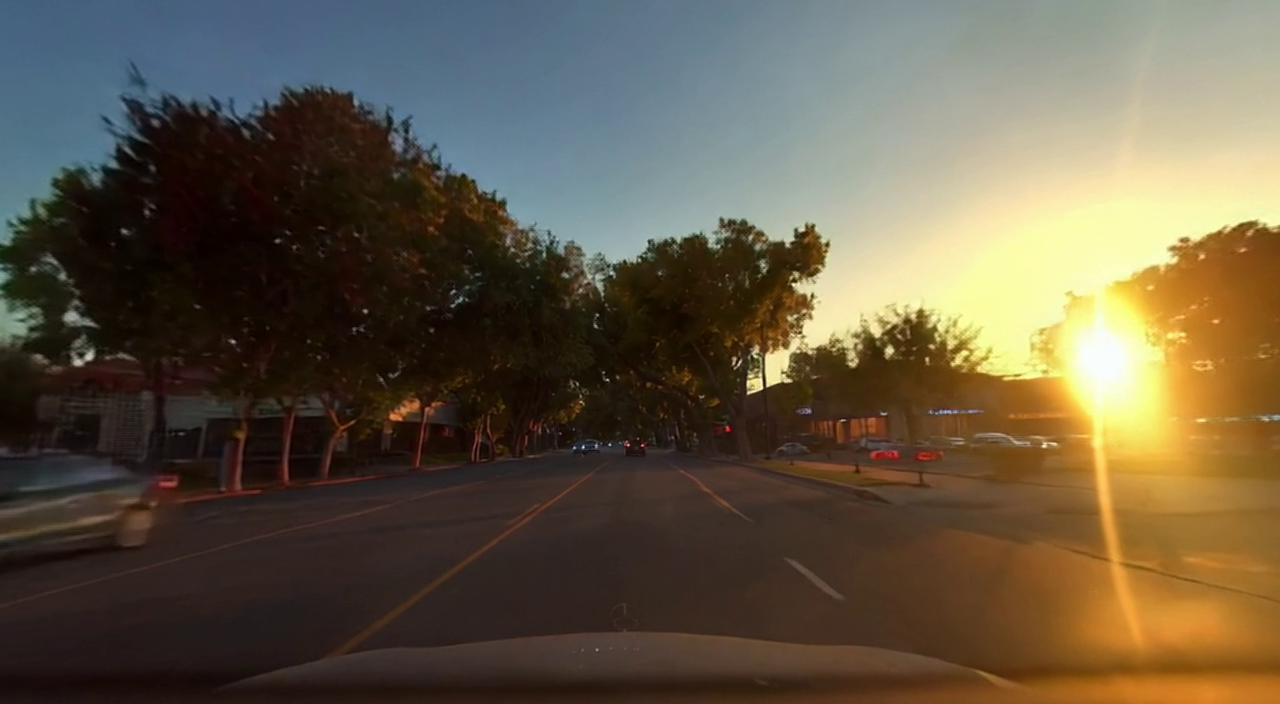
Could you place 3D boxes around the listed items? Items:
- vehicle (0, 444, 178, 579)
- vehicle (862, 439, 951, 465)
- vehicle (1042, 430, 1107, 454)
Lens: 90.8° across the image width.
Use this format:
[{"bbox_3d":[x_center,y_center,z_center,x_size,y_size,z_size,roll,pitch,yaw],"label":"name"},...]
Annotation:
[{"bbox_3d":[-8.013,1.799,7.225,1.969,1.462,4.425,-1,-8,2],"label":"vehicle"},{"bbox_3d":[16.741,6.303,39.855,4.665,1.570,2.080,0,-8,0],"label":"vehicle"},{"bbox_3d":[34.224,7.108,49.939,1.843,1.774,4.626,0,-8,0],"label":"vehicle"}]
